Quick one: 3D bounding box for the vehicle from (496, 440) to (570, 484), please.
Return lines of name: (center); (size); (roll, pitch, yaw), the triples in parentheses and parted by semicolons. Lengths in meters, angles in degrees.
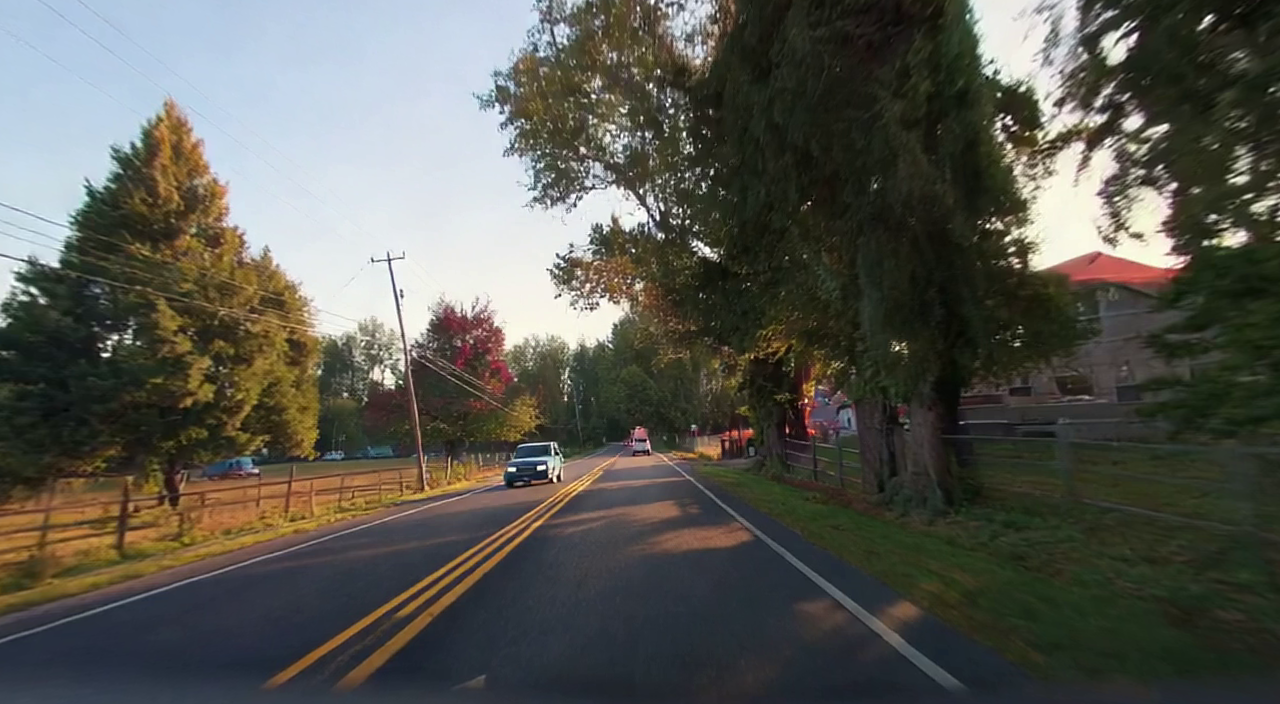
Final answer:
vehicle: (-4.021, 4.211, 24.499); (2.093, 1.563, 4.142); (0, -8, 1)
